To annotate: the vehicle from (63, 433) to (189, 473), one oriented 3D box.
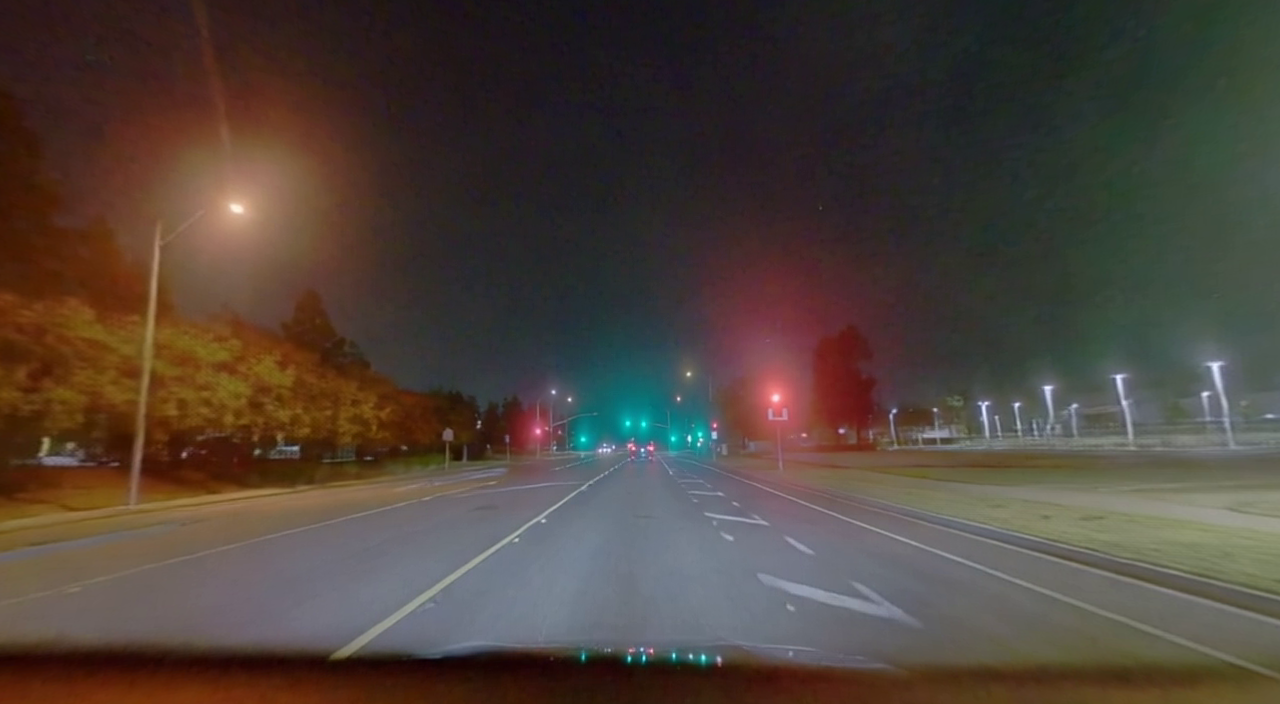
[{"bbox_3d":[-37.910,7.482,46.647,7.051,2.835,2.287,0,-8,-2],"label":"vehicle"}]
